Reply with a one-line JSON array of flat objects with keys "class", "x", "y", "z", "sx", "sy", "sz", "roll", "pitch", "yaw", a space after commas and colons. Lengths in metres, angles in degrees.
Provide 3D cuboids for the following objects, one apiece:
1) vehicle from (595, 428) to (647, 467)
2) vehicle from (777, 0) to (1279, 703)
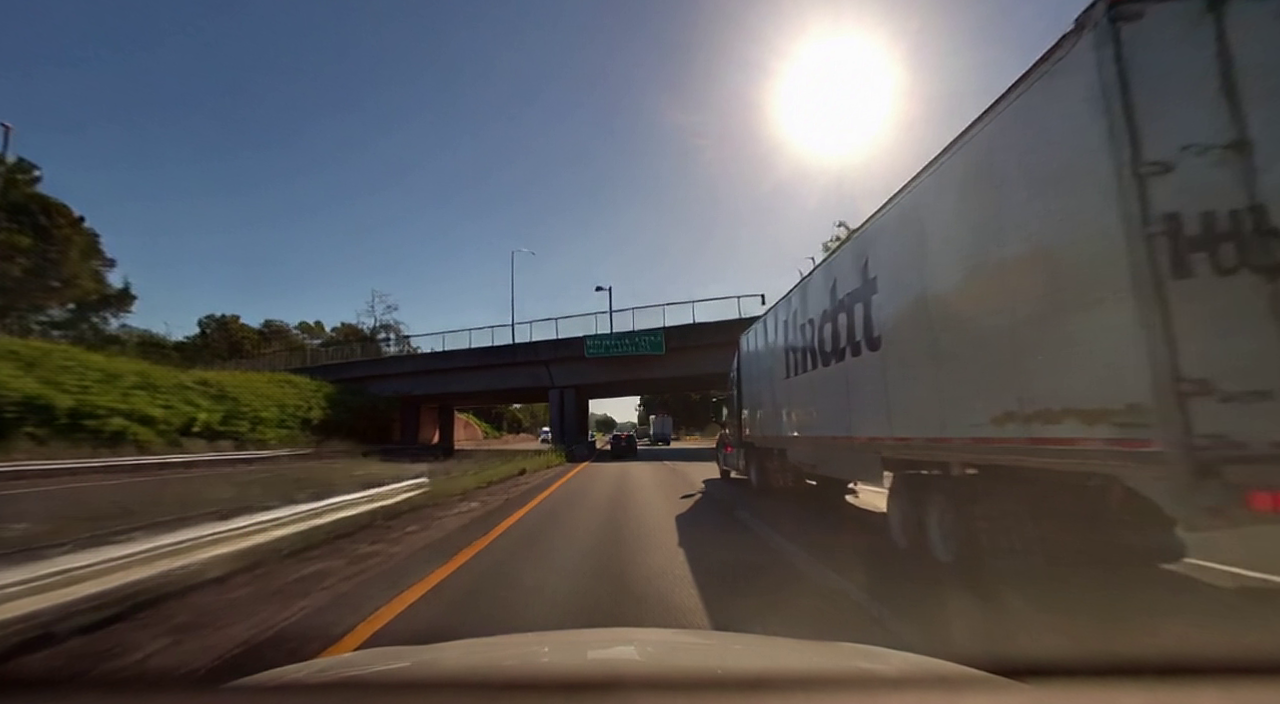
[{"class": "vehicle", "x": -0.805, "y": 4.103, "z": 27.305, "sx": 2.095, "sy": 1.557, "sz": 3.963, "roll": 0, "pitch": -8, "yaw": -1}, {"class": "vehicle", "x": 4.190, "y": 0.261, "z": 7.335, "sx": 2.853, "sy": 4.038, "sz": 9.832, "roll": 0, "pitch": -8, "yaw": -1}]
